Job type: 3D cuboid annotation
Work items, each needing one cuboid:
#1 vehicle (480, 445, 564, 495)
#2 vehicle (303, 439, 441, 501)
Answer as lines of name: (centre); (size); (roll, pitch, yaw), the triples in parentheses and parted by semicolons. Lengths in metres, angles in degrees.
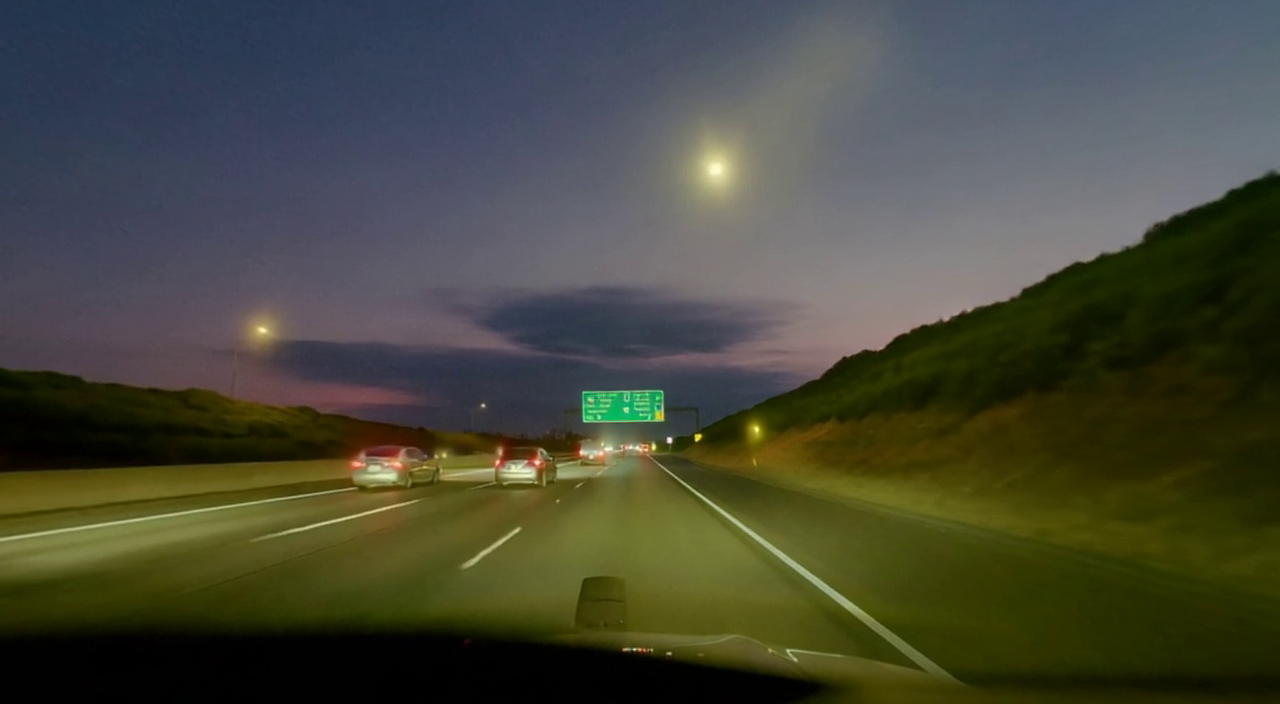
vehicle: (-3.654, 3.711, 20.198); (1.924, 1.436, 3.915); (0, -9, 0)
vehicle: (-7.498, 3.332, 18.227); (2.091, 1.558, 4.220); (0, -9, 0)
